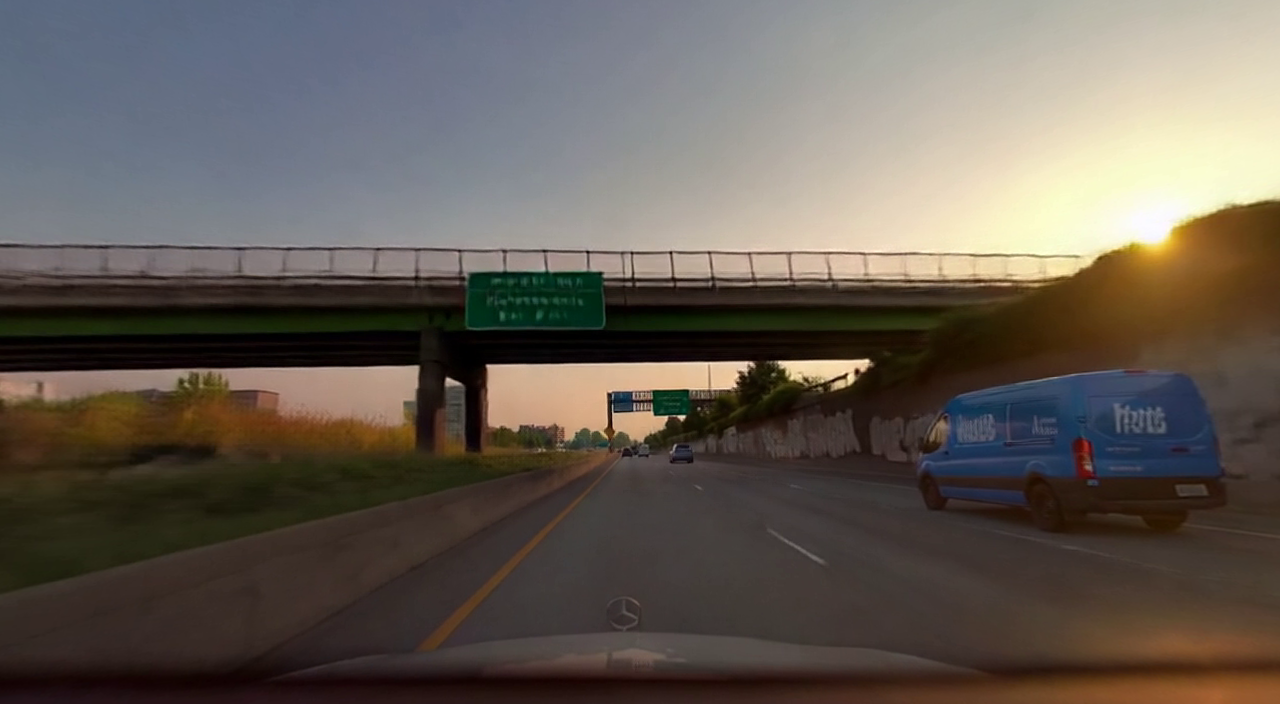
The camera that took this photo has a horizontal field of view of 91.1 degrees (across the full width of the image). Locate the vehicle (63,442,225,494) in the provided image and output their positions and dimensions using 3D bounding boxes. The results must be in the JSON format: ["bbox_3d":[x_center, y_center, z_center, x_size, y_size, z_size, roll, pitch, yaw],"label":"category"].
[{"bbox_3d":[-15.810,3.692,20.382,1.870,1.492,4.149,0,-9,-1],"label":"vehicle"}]

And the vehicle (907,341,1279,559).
[{"bbox_3d":[6.990,1.601,10.558,2.283,2.631,5.719,0,-9,-2],"label":"vehicle"}]

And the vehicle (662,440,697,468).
[{"bbox_3d":[2.805,7.438,45.987,2.007,1.943,5.010,0,-9,-3],"label":"vehicle"}]
